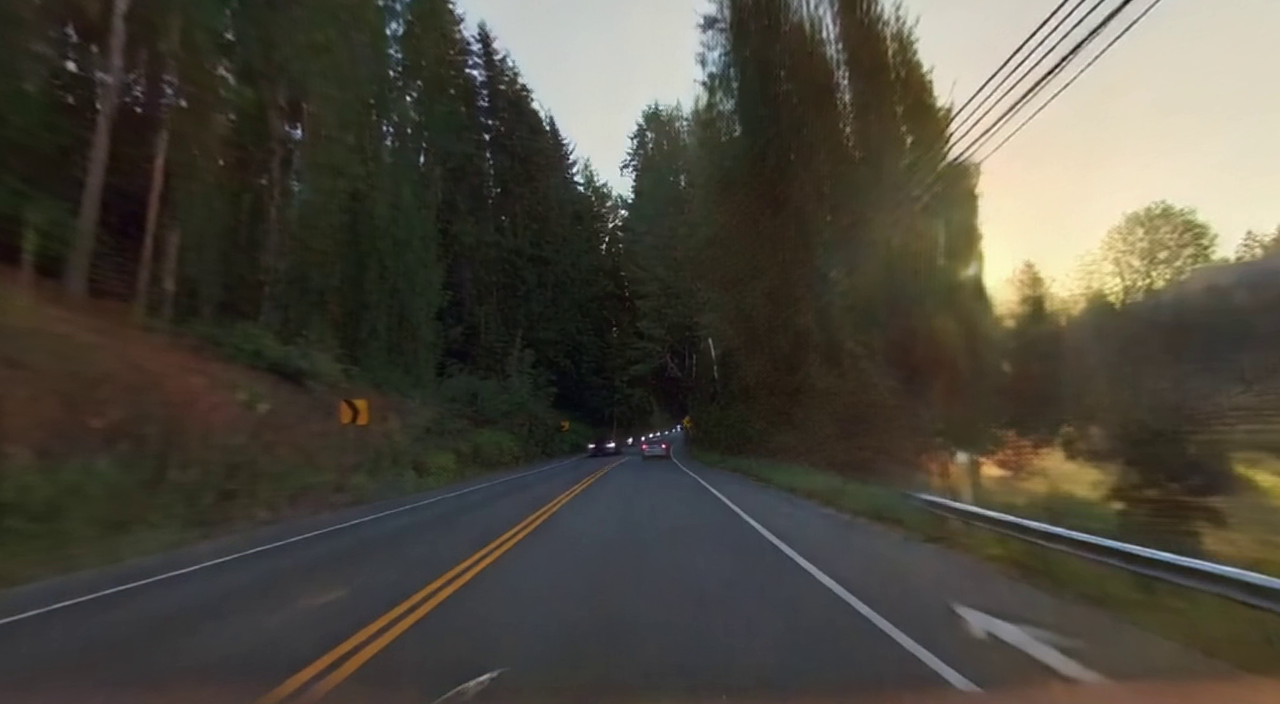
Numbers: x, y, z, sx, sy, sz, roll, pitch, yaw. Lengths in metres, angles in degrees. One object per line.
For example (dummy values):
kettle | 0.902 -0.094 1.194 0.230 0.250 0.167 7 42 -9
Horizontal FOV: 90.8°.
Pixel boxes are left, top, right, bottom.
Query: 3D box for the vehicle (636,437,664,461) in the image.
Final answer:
vehicle | 0.823 7.619 49.688 2.083 1.767 4.448 0 -9 2
